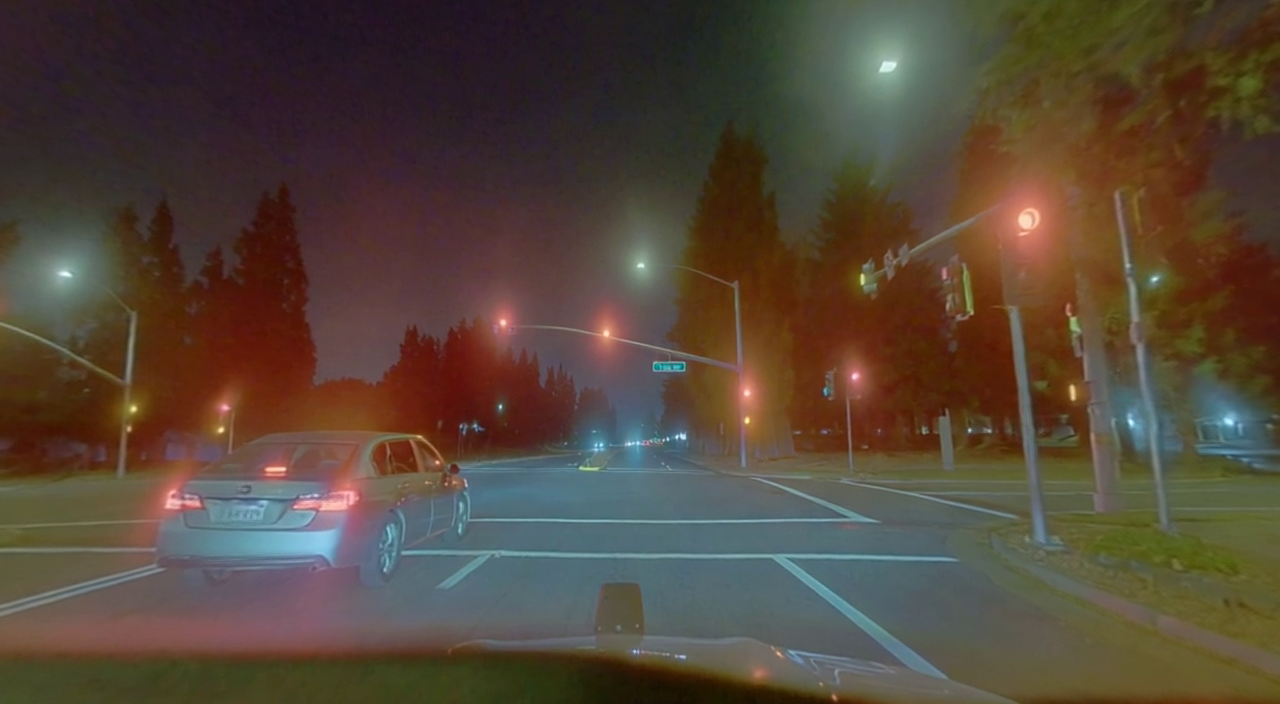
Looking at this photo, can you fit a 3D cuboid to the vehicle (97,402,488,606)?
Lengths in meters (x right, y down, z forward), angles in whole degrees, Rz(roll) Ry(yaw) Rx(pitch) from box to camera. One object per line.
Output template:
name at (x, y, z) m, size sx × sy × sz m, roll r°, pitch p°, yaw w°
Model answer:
vehicle at (-3.295, 1.537, 7.320) m, size 2.076 × 1.599 × 4.483 m, roll 0°, pitch -8°, yaw -2°
